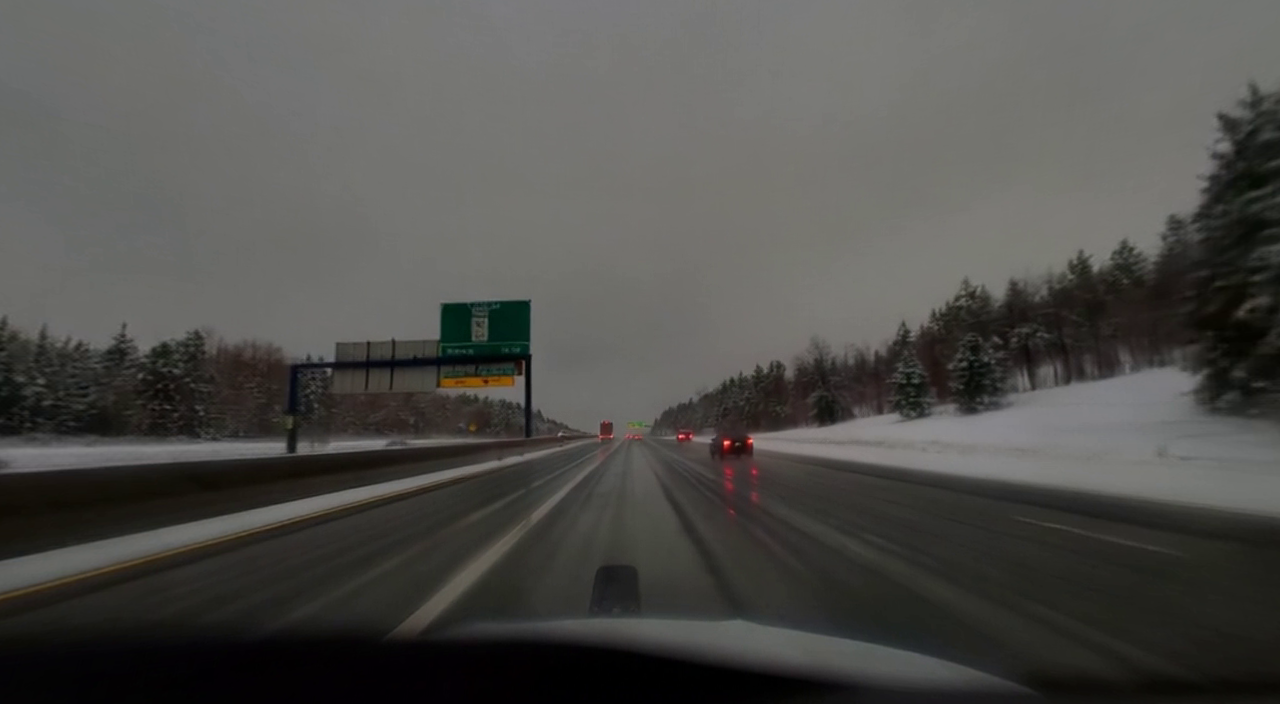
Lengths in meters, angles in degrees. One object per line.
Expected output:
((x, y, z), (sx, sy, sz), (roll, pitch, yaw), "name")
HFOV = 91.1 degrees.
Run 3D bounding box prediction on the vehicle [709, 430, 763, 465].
((4.365, 4.382, 29.096), (1.802, 1.492, 3.804), (0, -8, -1), "vehicle")
